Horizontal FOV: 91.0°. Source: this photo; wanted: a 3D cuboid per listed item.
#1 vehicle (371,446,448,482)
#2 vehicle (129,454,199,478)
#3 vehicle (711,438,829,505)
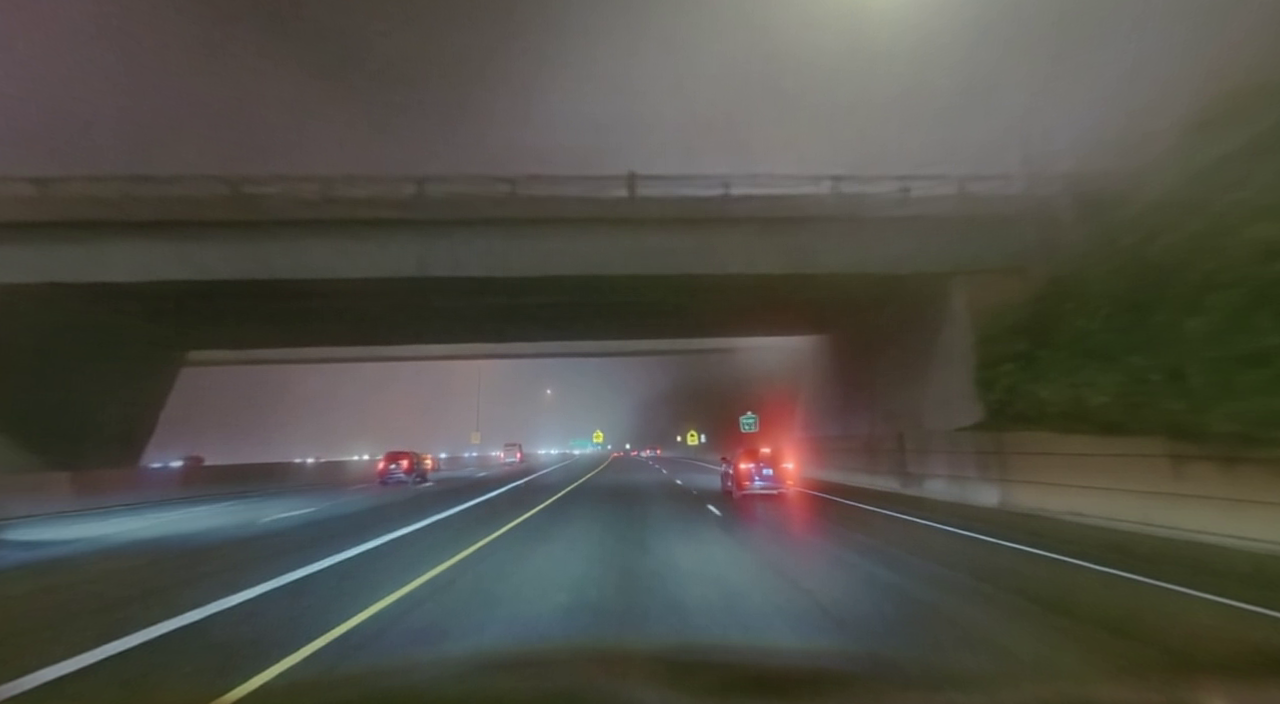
[{"bbox_3d":[-10.818,5.297,30.007,2.072,1.545,4.687,1,-9,-3],"label":"vehicle"},{"bbox_3d":[-34.853,8.331,46.231,1.865,1.601,4.387,1,-9,-3],"label":"vehicle"},{"bbox_3d":[3.258,3.106,16.748,2.079,1.535,4.316,0,-9,-2],"label":"vehicle"}]
